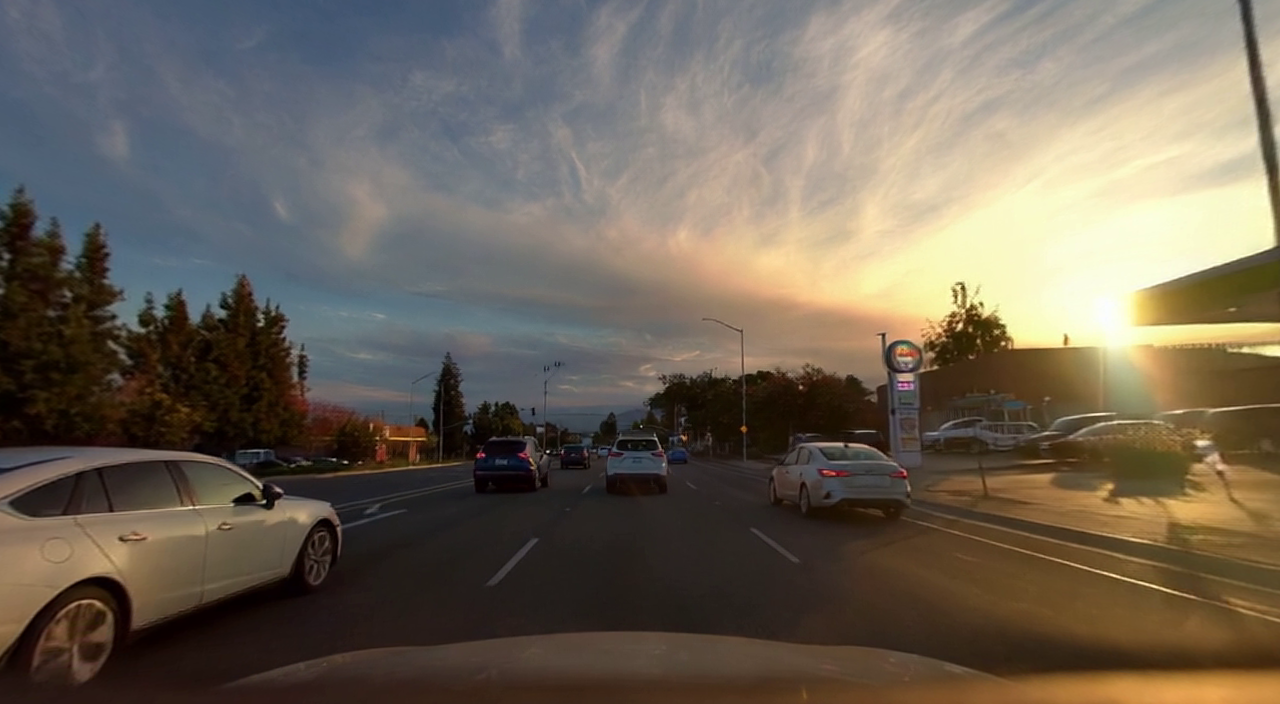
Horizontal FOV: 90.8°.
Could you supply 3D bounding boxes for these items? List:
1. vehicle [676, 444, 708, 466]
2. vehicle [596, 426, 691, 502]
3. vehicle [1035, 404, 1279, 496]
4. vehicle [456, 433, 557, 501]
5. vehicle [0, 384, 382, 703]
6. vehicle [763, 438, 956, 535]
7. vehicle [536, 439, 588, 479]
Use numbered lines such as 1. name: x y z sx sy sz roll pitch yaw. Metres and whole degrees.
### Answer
1. vehicle: 3.778 7.591 46.761 1.926 1.522 3.852 0 -8 -1
2. vehicle: 0.063 3.032 17.462 2.279 1.803 4.254 0 -8 -1
3. vehicle: 11.634 2.247 14.635 1.918 1.765 4.668 0 -8 0
4. vehicle: -3.649 3.209 18.086 1.932 1.695 4.150 0 -8 1
5. vehicle: -3.581 1.195 4.401 1.864 1.574 4.031 0 -8 0
6. vehicle: 3.803 2.391 11.966 1.888 1.456 4.589 0 -8 -2
7. vehicle: -3.471 4.865 28.882 1.871 1.673 3.920 0 -8 0
